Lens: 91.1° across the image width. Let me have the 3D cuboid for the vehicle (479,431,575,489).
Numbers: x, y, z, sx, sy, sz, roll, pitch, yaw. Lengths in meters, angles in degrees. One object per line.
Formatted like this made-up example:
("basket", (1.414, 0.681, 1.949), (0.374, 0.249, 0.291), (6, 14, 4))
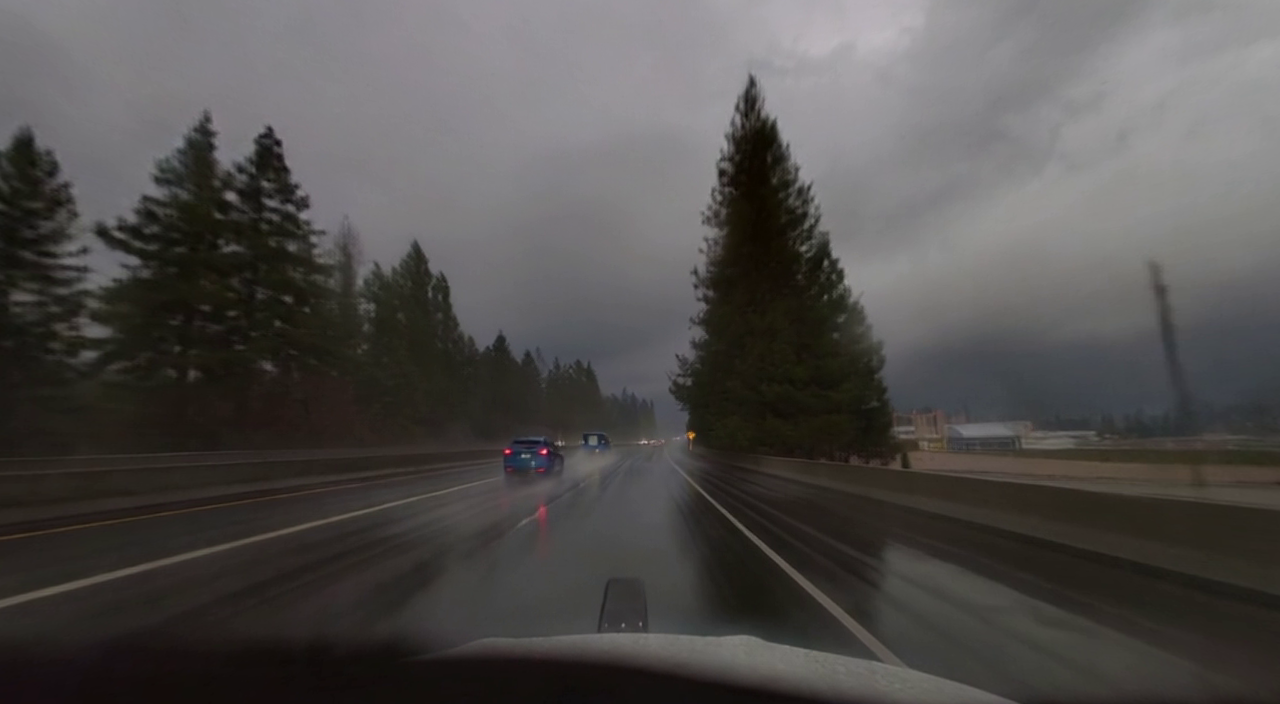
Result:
("vehicle", (-3.404, 3.378, 19.958), (2.053, 1.589, 4.671), (-1, -8, 2))

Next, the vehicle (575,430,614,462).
("vehicle", (-3.168, 6.694, 44.726), (2.241, 2.095, 4.985), (-1, -8, 2))
